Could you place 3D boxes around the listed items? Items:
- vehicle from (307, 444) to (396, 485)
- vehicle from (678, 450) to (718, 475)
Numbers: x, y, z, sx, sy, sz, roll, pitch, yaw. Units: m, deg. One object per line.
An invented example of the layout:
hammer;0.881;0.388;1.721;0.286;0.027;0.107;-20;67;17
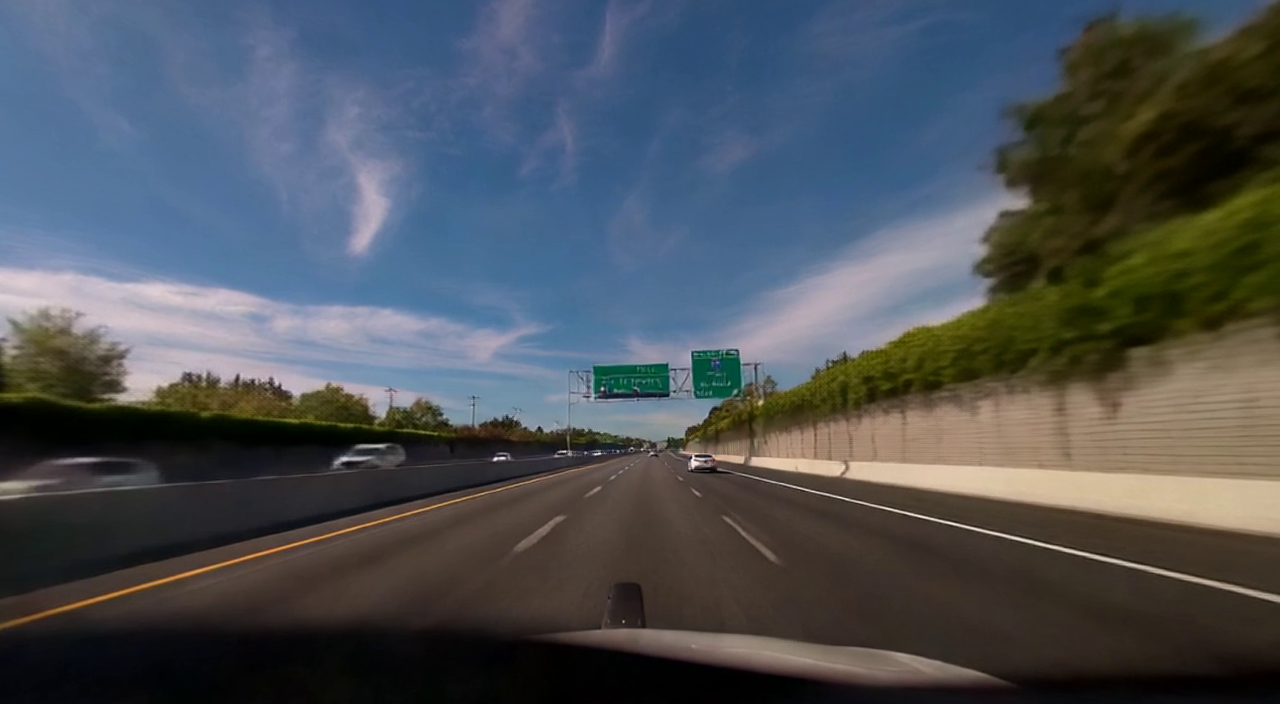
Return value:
vehicle;-13.901;5.443;30.717;1.971;1.813;4.743;0;-9;1
vehicle;3.429;6.663;38.126;2.065;1.400;4.028;0;-9;0
